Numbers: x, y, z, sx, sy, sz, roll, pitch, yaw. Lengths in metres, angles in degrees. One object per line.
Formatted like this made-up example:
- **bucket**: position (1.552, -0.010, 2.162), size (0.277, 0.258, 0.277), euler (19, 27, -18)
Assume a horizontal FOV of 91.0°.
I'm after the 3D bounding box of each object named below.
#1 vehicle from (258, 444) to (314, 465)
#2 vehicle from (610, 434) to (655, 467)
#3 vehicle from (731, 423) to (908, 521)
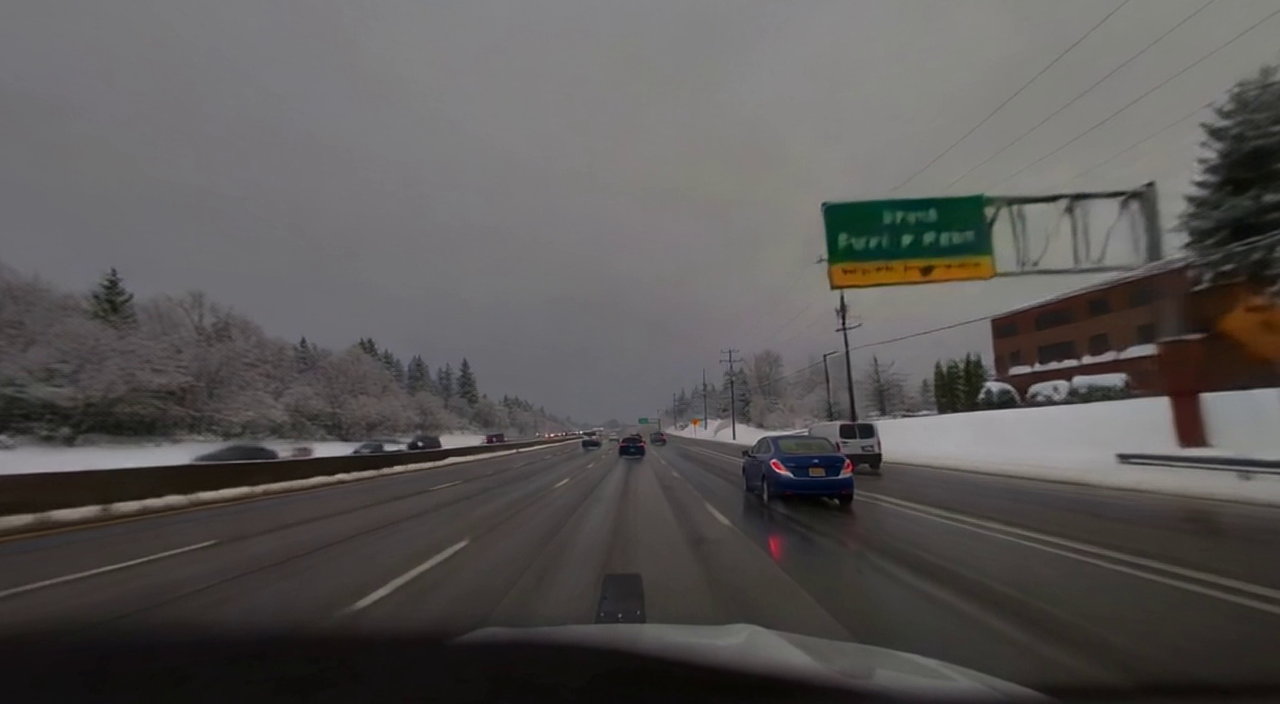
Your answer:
- **vehicle**: position (-27.813, 8.051, 49.602), size (1.850, 1.572, 4.418), euler (0, -8, 0)
- **vehicle**: position (-0.374, 4.729, 30.299), size (2.019, 1.472, 3.971), euler (0, -8, -1)
- **vehicle**: position (3.186, 2.232, 12.308), size (1.995, 1.533, 4.463), euler (0, -8, -2)
